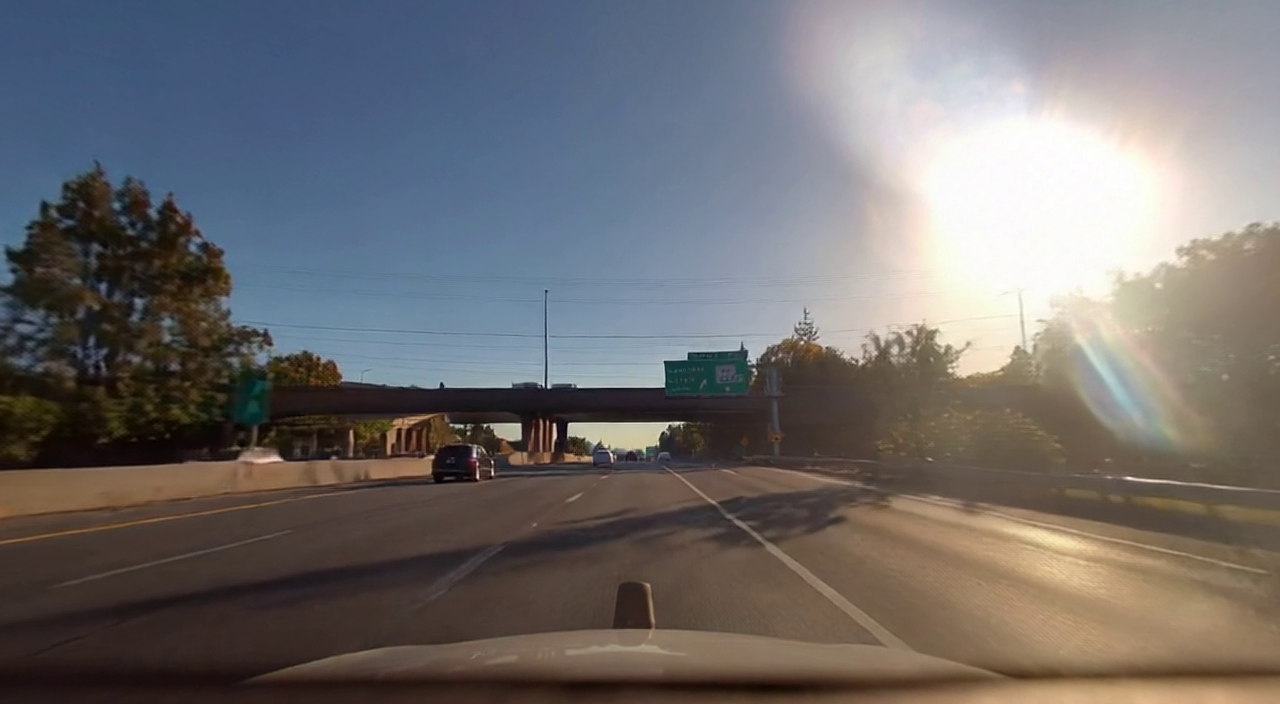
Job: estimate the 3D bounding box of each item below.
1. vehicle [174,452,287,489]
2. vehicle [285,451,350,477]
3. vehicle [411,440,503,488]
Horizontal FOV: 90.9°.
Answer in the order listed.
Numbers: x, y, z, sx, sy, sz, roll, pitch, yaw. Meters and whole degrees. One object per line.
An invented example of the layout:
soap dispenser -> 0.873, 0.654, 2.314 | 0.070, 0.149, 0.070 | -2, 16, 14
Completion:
vehicle -> -18.243, 5.252, 28.407 | 1.865, 1.480, 4.705 | 0, -9, 1
vehicle -> -21.955, 7.613, 43.141 | 1.919, 1.584, 4.826 | 0, -9, 0
vehicle -> -7.108, 4.385, 25.096 | 2.118, 1.696, 4.836 | -1, -9, 2
